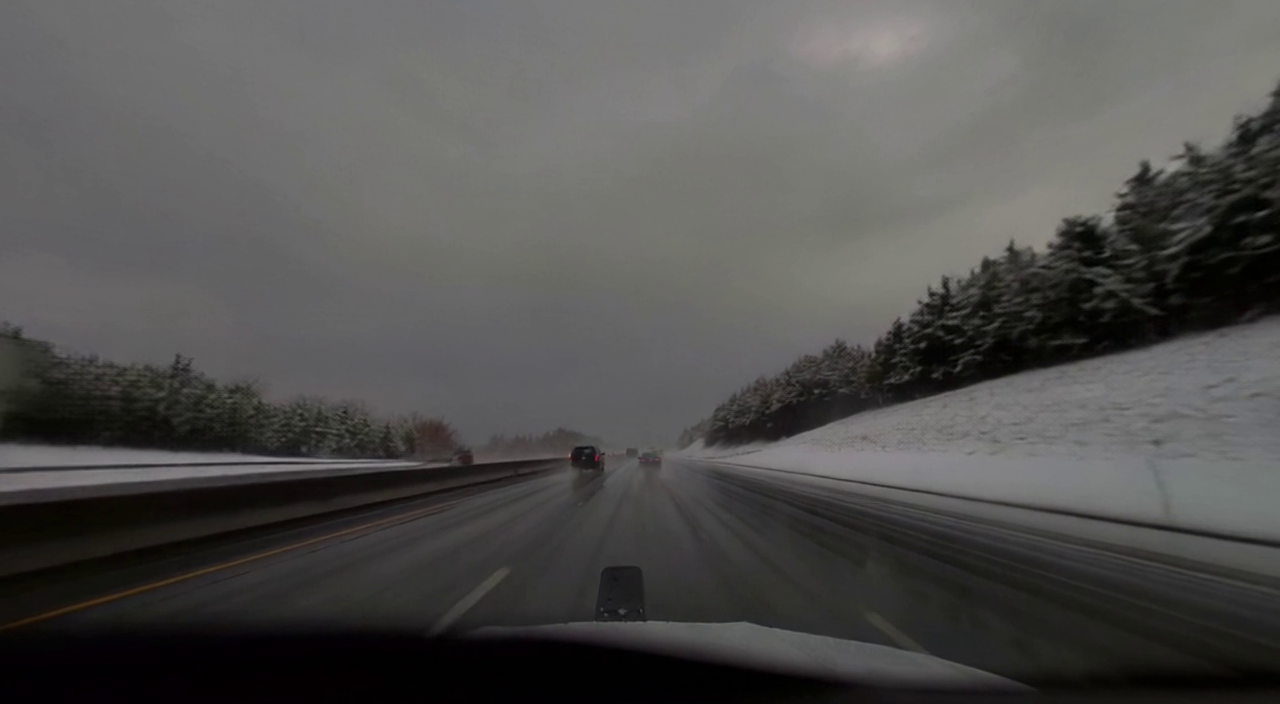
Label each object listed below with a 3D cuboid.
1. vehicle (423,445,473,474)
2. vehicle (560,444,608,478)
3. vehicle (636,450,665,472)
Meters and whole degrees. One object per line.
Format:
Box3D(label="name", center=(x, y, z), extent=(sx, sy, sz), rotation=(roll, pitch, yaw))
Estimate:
Box3D(label="vehicle", center=(-13.444, 7.560, 44.471), extent=(2.072, 1.878, 4.726), rotation=(0, -9, -1))
Box3D(label="vehicle", center=(-2.985, 5.958, 34.652), extent=(2.143, 1.770, 4.283), rotation=(0, -9, 1))
Box3D(label="vehicle", center=(0.772, 7.996, 46.454), extent=(2.036, 1.519, 4.225), rotation=(0, -9, 0))
